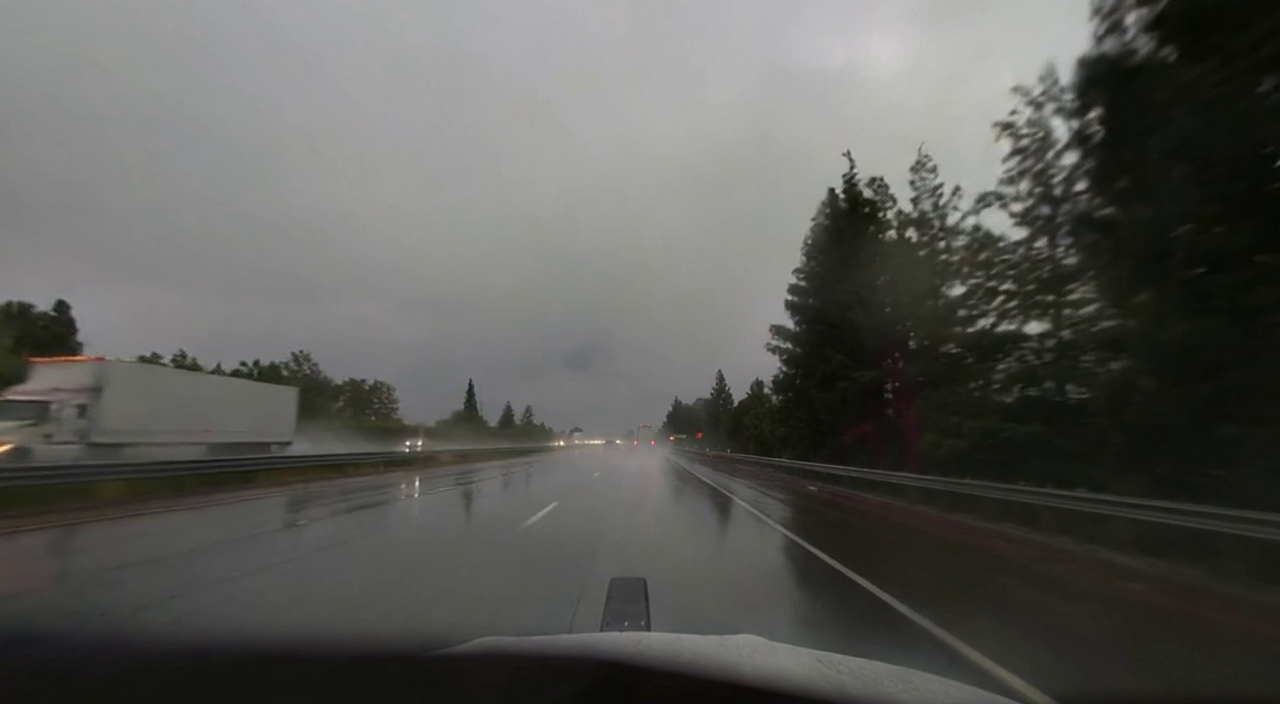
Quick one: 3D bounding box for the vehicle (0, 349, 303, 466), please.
[{"bbox_3d":[-23.661,3.327,32.510,2.909,4.430,17.283,0,-8,0],"label":"vehicle"}]
